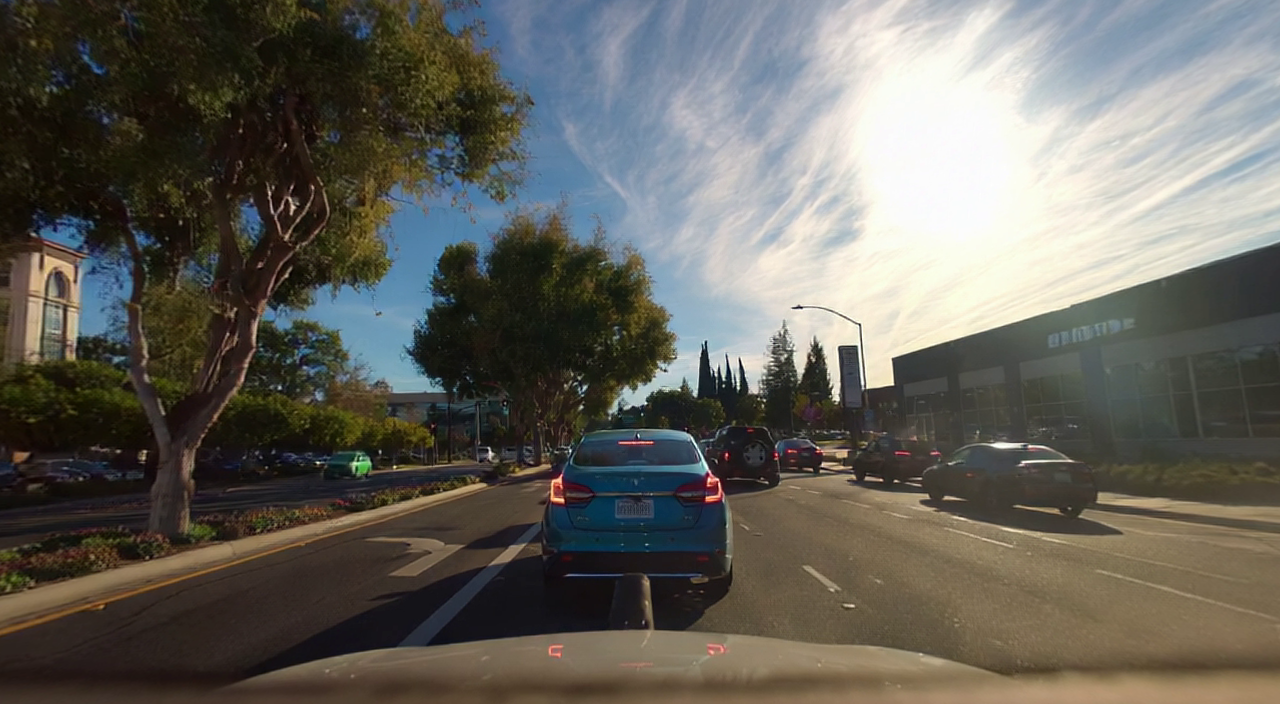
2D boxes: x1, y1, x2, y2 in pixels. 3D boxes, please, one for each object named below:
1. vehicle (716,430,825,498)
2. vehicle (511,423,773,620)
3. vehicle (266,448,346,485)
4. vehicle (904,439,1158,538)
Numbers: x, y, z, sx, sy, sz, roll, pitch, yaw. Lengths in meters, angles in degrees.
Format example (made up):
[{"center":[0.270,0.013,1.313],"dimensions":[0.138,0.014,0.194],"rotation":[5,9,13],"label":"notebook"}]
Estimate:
[{"center":[3.626,3.201,18.454],"dimensions":[2.114,1.736,4.553],"rotation":[0,-8,-1],"label":"vehicle"},{"center":[-0.013,1.604,7.017],"dimensions":[1.977,1.465,4.376],"rotation":[0,-8,-1],"label":"vehicle"},{"center":[-17.677,5.988,33.281],"dimensions":[4.428,1.743,2.163],"rotation":[-7,-11,40],"label":"vehicle"},{"center":[6.848,2.394,11.785],"dimensions":[1.911,1.468,4.417],"rotation":[0,-8,0],"label":"vehicle"}]
